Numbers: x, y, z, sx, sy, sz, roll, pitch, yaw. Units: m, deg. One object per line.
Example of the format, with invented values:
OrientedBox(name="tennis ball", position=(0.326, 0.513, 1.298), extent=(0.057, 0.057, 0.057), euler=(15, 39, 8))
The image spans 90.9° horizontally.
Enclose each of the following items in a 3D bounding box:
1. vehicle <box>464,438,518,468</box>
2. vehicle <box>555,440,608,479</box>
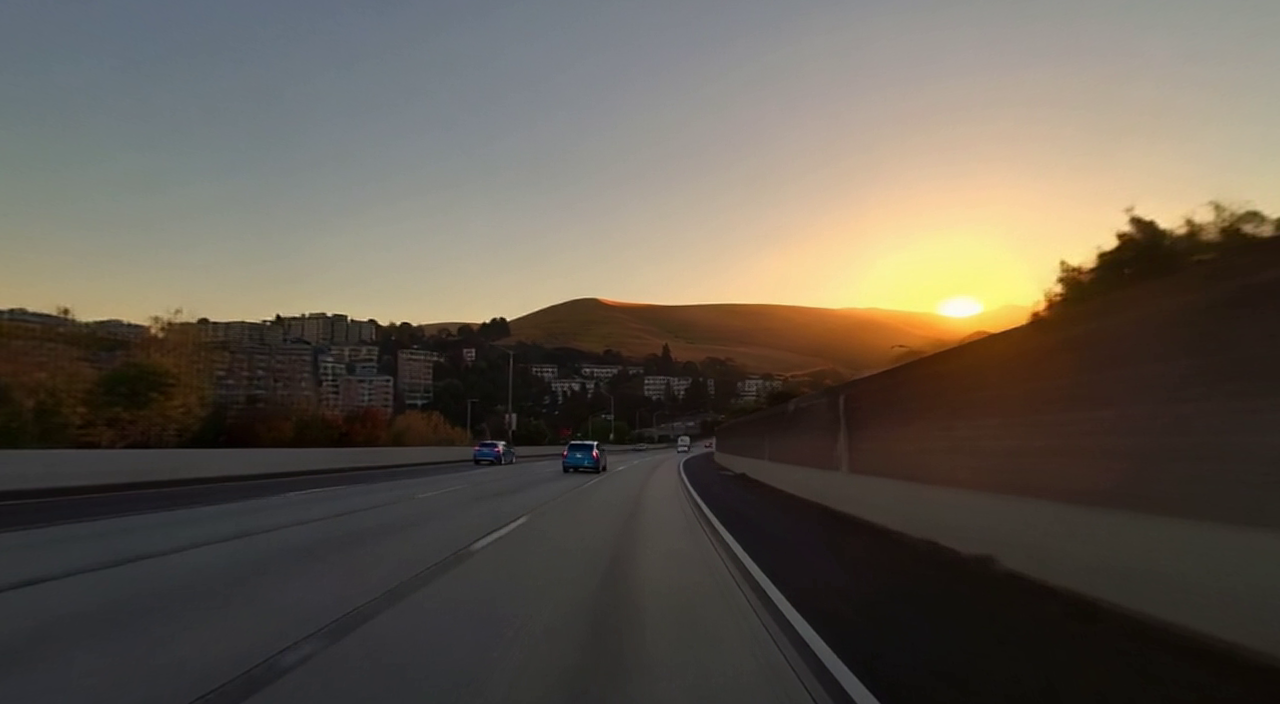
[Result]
OrientedBox(name="vehicle", position=(-9.435, 6.414, 40.295), extent=(2.039, 1.746, 4.528), euler=(-1, -8, 5))
OrientedBox(name="vehicle", position=(-2.820, 5.312, 31.456), extent=(2.028, 1.782, 4.150), euler=(-1, -8, 4))
